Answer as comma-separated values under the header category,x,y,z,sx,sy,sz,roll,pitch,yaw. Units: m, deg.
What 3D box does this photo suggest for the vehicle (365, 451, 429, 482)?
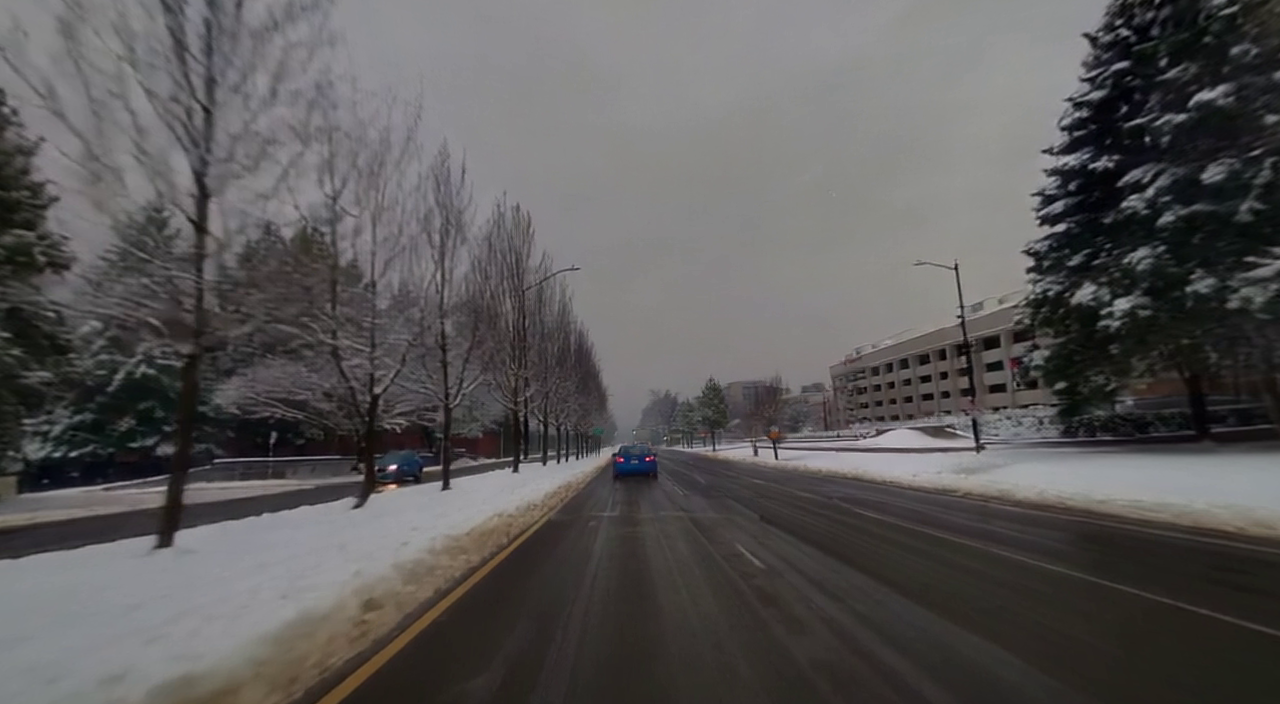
category,x,y,z,sx,sy,sz,roll,pitch,yaw
vehicle,-14.683,6.916,38.449,2.019,1.681,4.548,-1,-9,1

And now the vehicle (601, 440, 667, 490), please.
category,x,y,z,sx,sy,sz,roll,pitch,yaw
vehicle,-0.206,3.819,21.728,2.042,1.479,4.601,0,-8,-1
